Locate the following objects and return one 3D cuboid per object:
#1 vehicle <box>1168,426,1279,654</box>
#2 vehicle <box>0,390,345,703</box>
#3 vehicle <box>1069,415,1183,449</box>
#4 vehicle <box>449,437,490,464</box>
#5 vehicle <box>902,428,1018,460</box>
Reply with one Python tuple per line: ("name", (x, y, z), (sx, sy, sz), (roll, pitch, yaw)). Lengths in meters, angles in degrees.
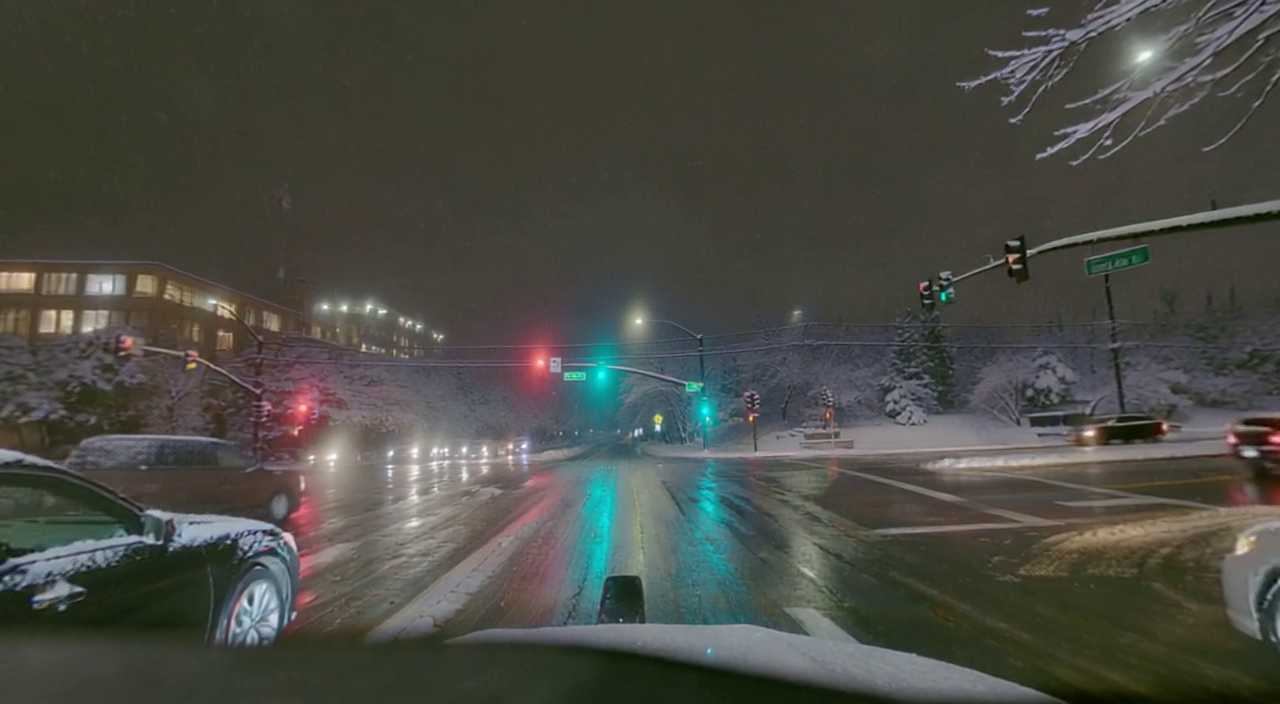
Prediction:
("vehicle", (4.938, 0.988, 2.562), (1.949, 1.449, 4.530), (-1, -8, 5))
("vehicle", (-3.063, 0.886, 2.156), (1.919, 1.478, 4.720), (0, -8, -1))
("vehicle", (26.993, 4.488, 35.171), (4.611, 1.797, 2.096), (0, -8, -2))
("vehicle", (-12.798, 7.409, 47.622), (2.051, 1.715, 4.346), (-2, -6, -2))
("vehicle", (15.933, 4.611, 31.629), (4.660, 1.495, 2.007), (0, -8, -2))
